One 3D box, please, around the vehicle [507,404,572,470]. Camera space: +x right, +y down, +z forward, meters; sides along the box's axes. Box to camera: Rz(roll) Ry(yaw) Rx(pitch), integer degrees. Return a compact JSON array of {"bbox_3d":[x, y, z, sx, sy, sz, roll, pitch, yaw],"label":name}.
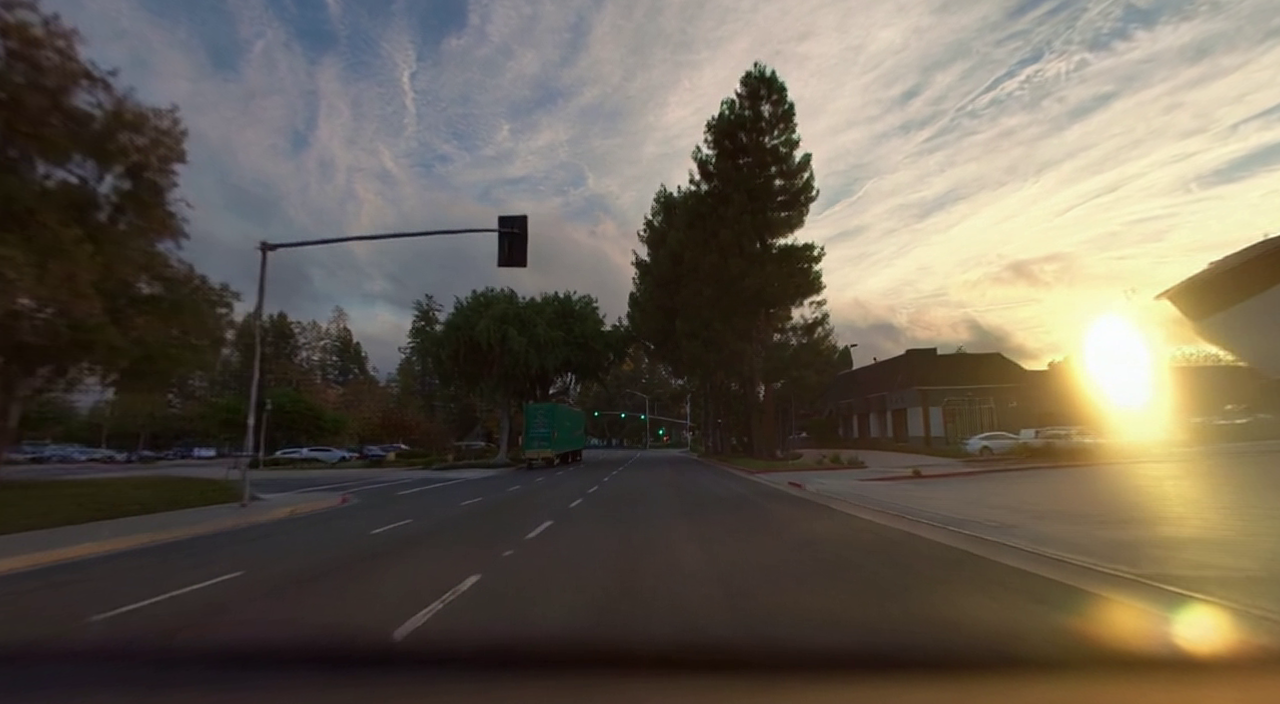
[{"bbox_3d":[-6.669,5.877,43.114,3.053,4.058,8.110,0,-9,0],"label":"vehicle"}]
